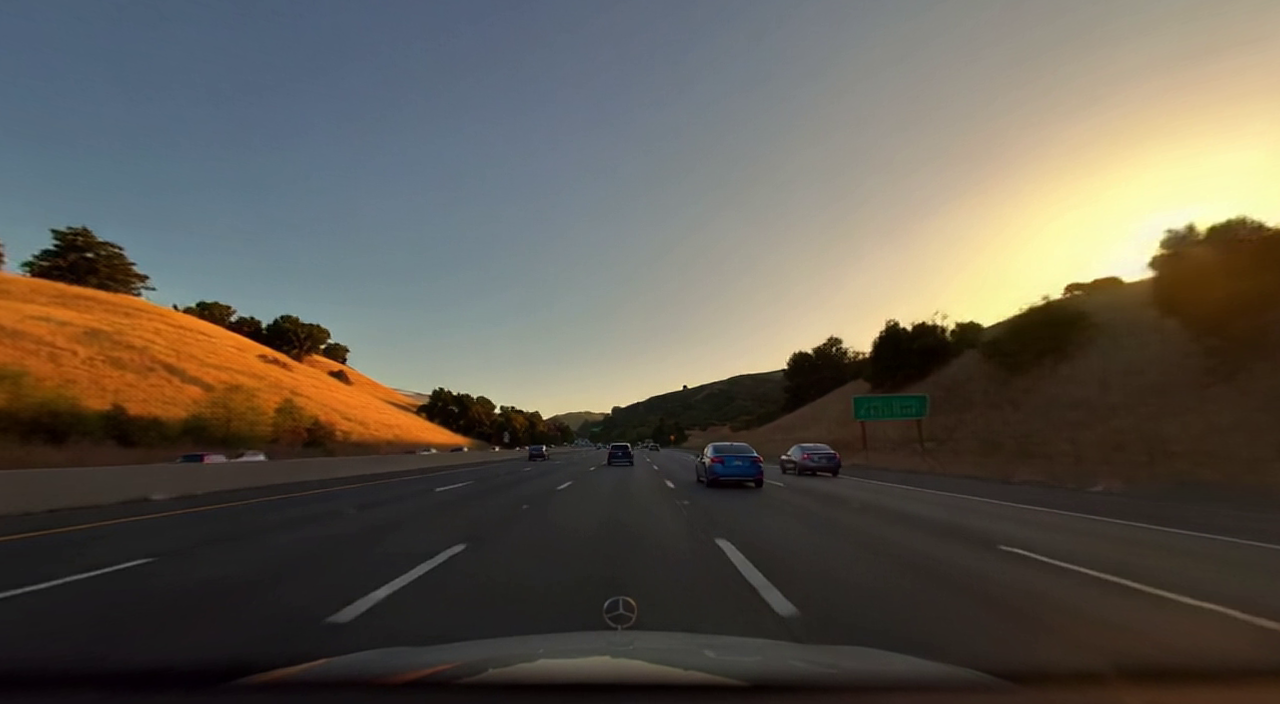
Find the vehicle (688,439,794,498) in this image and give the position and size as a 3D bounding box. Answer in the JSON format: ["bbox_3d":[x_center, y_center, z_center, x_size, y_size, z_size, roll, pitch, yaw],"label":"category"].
[{"bbox_3d":[2.769,3.328,18.572,2.120,1.492,4.734,0,-8,-2],"label":"vehicle"}]

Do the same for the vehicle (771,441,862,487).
[{"bbox_3d":[6.089,3.886,22.357,1.845,1.452,4.352,0,-8,-2],"label":"vehicle"}]

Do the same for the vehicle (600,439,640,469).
[{"bbox_3d":[-1.129,6.021,37.386,2.277,1.675,4.023,0,-8,0],"label":"vehicle"}]

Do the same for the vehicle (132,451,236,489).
[{"bbox_3d":[-26.380,6.801,36.806,2.390,1.856,4.803,1,-8,0],"label":"vehicle"}]
